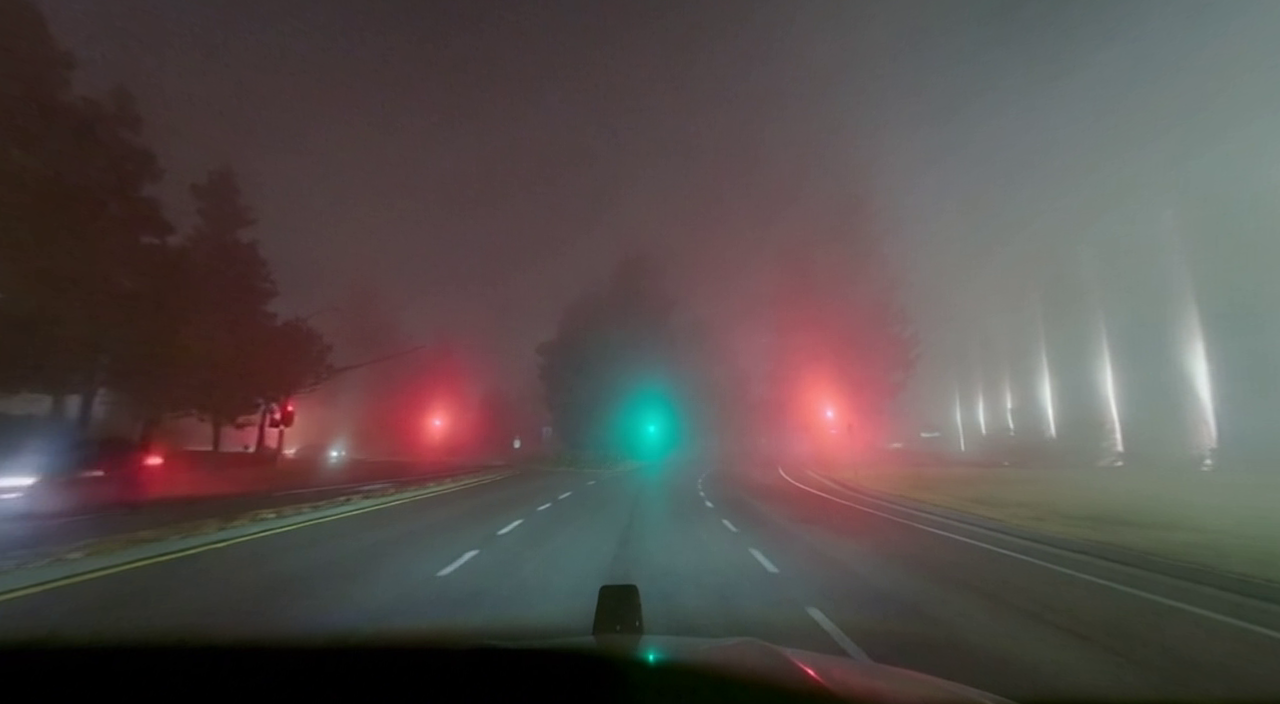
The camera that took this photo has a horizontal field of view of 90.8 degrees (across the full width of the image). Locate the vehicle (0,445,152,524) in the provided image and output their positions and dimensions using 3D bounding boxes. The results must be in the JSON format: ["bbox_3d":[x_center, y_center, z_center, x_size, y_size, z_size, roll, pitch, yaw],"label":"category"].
[{"bbox_3d":[-14.882,3.162,15.546,2.080,1.695,4.454,-1,-9,1],"label":"vehicle"}]

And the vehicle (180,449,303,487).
[{"bbox_3d":[-17.198,4.993,27.639,1.975,1.500,4.814,-1,-9,4],"label":"vehicle"}]
